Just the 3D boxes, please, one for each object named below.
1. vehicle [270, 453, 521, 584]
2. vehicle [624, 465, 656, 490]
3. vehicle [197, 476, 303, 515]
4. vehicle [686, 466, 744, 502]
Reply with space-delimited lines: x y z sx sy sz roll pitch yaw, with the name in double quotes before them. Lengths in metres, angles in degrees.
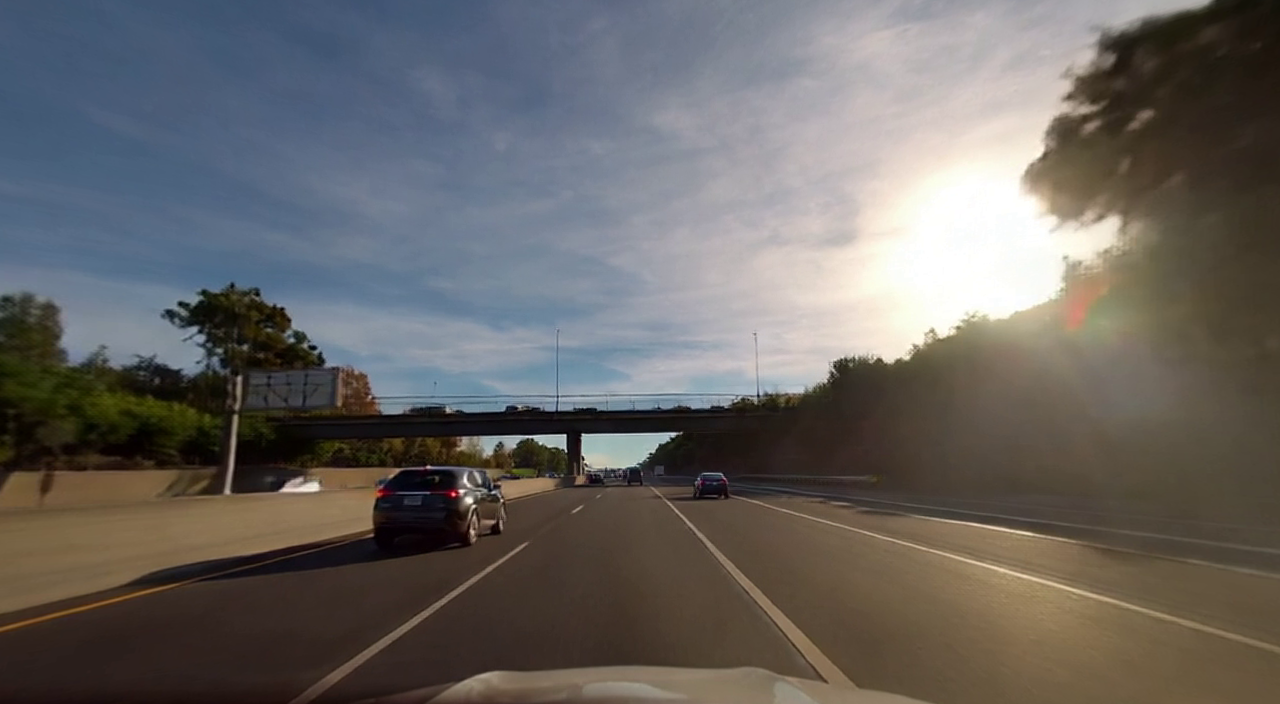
"vehicle" -3.351 2.405 9.751 2.099 1.516 4.308 1 -11 0
"vehicle" 0.014 9.073 45.513 2.181 1.698 4.056 1 -11 0
"vehicle" -16.658 6.114 27.101 1.835 1.442 4.120 1 -11 0
"vehicle" 3.437 6.160 29.487 2.092 1.518 4.348 1 -11 -1
